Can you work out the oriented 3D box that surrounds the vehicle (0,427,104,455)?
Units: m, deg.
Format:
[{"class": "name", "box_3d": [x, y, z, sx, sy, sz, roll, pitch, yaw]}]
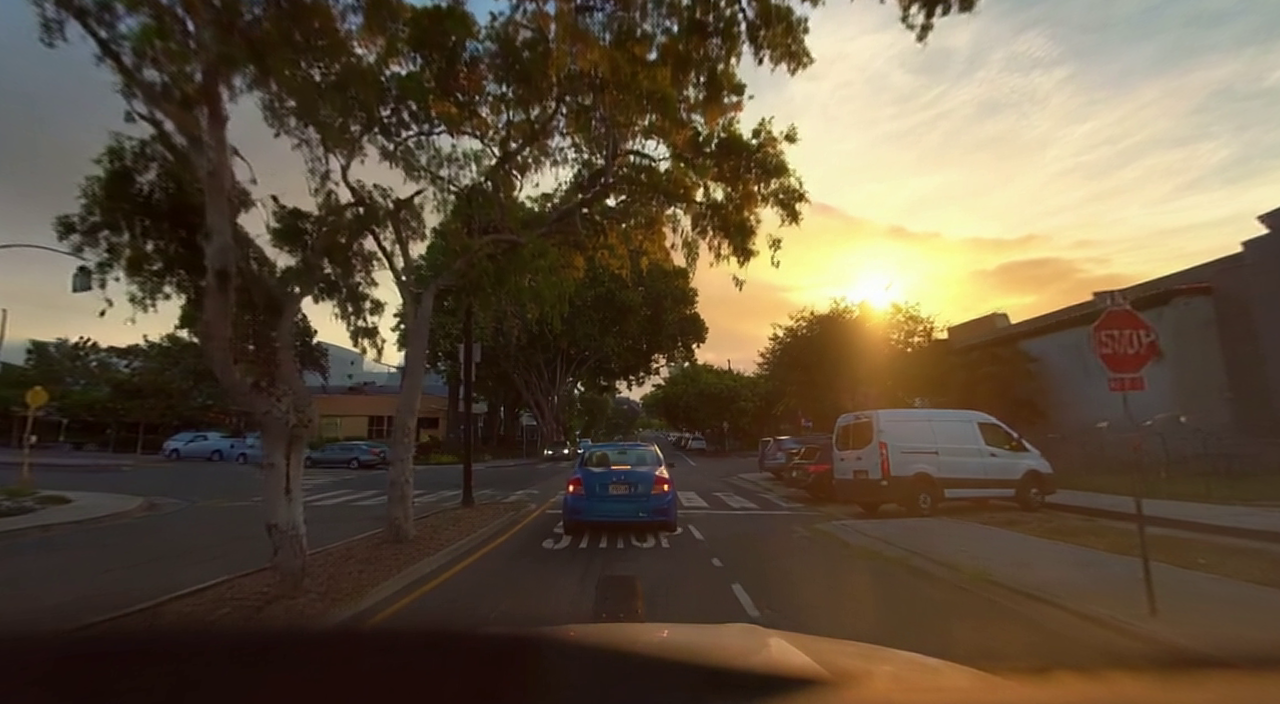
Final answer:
[{"class": "vehicle", "box_3d": [-31.925, 4.785, 34.046, 4.168, 1.458, 1.904, 0, -9, -3]}]

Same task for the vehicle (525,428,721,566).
[{"class": "vehicle", "box_3d": [-0.242, 1.876, 9.013, 2.065, 1.450, 4.522, 0, -9, -2]}]

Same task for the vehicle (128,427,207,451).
[{"class": "vehicle", "box_3d": [-31.962, 5.892, 42.803, 3.915, 1.574, 1.850, 0, -9, 3]}]

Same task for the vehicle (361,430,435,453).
[{"class": "vehicle", "box_3d": [-18.537, 6.869, 48.522, 4.892, 1.679, 1.927, 1, -9, -7]}]

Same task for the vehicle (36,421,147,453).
[{"class": "vehicle", "box_3d": [-31.962, 4.998, 36.909, 4.438, 1.814, 2.044, 0, -9, -2]}]

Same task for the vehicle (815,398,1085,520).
[{"class": "vehicle", "box_3d": [6.588, 2.215, 13.397, 5.385, 2.146, 2.143, 4, -9, -26]}]
